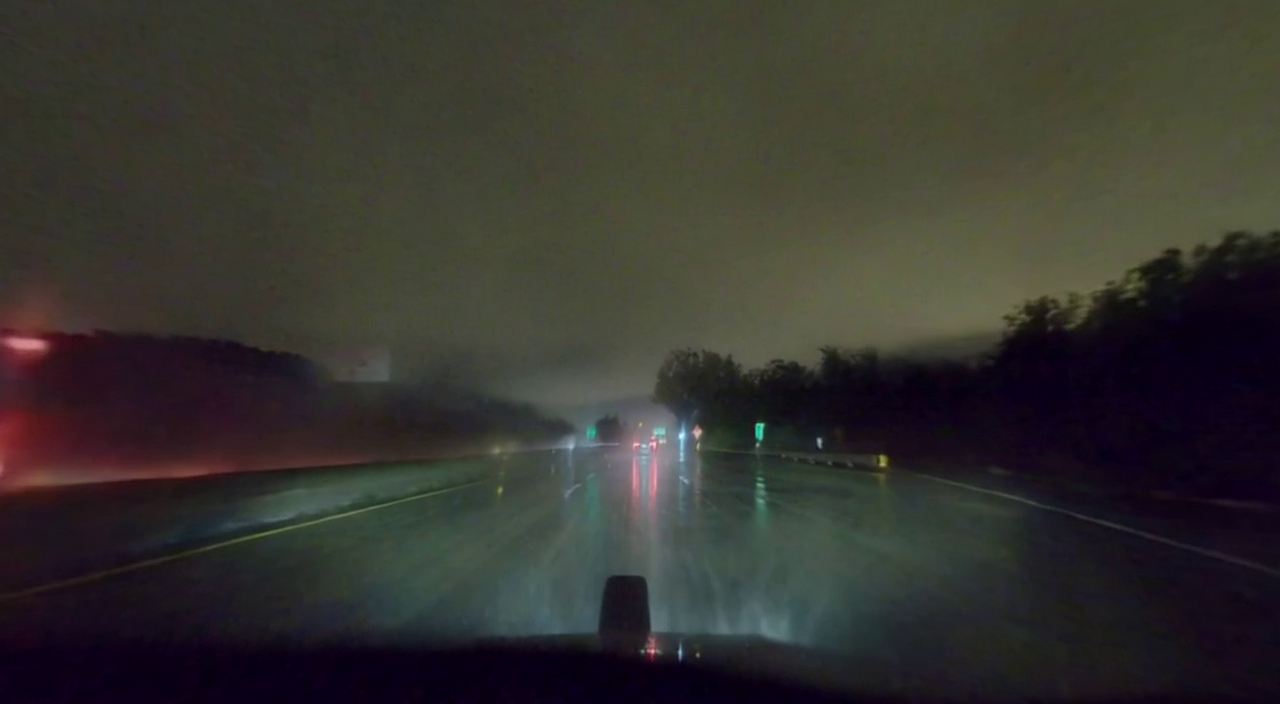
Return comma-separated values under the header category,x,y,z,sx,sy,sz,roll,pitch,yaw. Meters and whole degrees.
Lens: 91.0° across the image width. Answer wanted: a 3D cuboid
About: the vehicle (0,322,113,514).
category,x,y,z,sx,sy,sz,roll,pitch,yaw
vehicle,-15.191,0.778,9.125,2.972,4.061,14.035,0,-8,0
